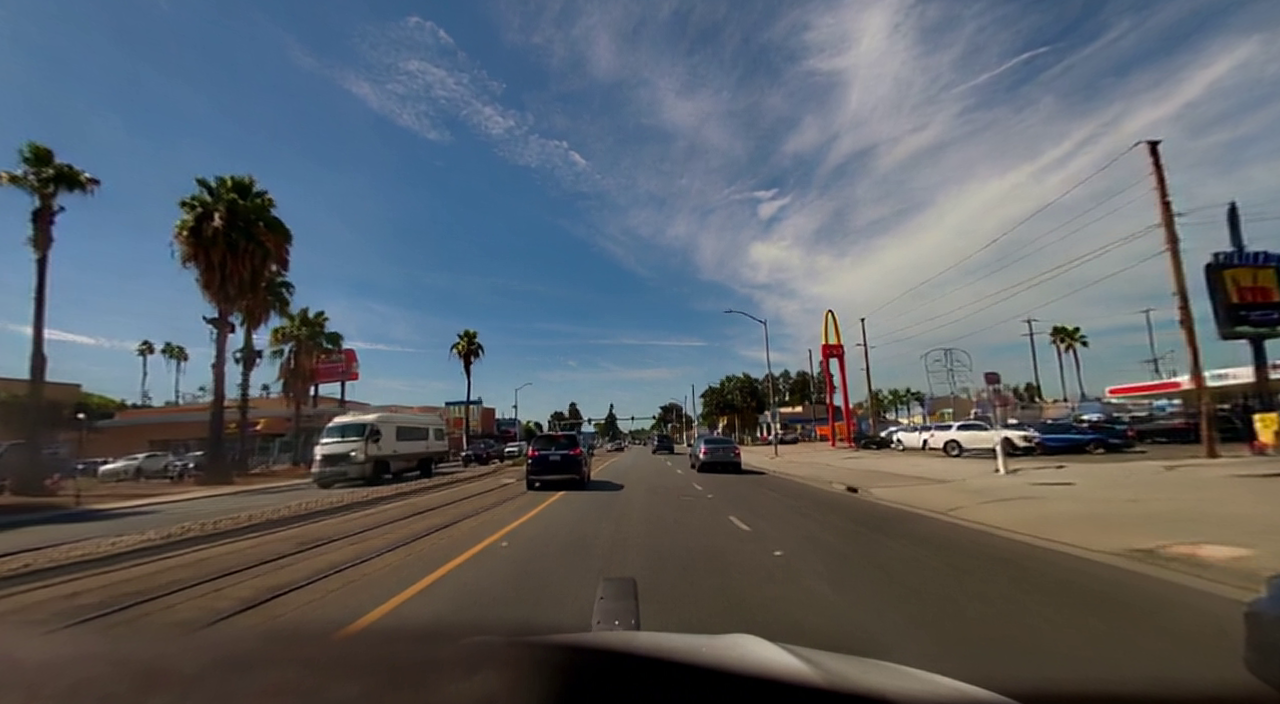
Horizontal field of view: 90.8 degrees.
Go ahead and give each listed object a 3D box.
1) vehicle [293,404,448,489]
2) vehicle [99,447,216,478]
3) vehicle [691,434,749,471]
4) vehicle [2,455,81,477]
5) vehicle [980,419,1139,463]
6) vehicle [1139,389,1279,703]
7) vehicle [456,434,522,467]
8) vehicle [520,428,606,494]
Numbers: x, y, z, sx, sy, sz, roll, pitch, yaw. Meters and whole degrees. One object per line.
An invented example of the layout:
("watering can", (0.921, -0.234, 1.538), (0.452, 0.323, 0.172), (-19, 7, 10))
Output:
("vehicle", (-11.016, 3.958, 27.074), (2.662, 2.995, 8.344), (1, -7, 2))
("vehicle", (-30.208, 6.941, 39.687), (5.349, 1.859, 2.259), (0, -10, -1))
("vehicle", (3.347, 4.308, 27.162), (1.889, 1.448, 4.262), (0, -9, -1))
("vehicle", (-41.698, 7.925, 44.076), (3.718, 1.436, 1.749), (0, -9, 1))
("vehicle", (14.610, 3.138, 22.185), (4.293, 1.438, 1.773), (0, -9, 1))
("vehicle", (3.422, 0.658, 0.893), (1.987, 1.474, 4.198), (0, -9, 0))
("vehicle", (-9.256, 6.100, 39.207), (2.169, 1.853, 4.853), (-2, -9, 9))
("vehicle", (-2.004, 2.900, 17.135), (2.021, 1.550, 4.090), (1, -9, -5))
